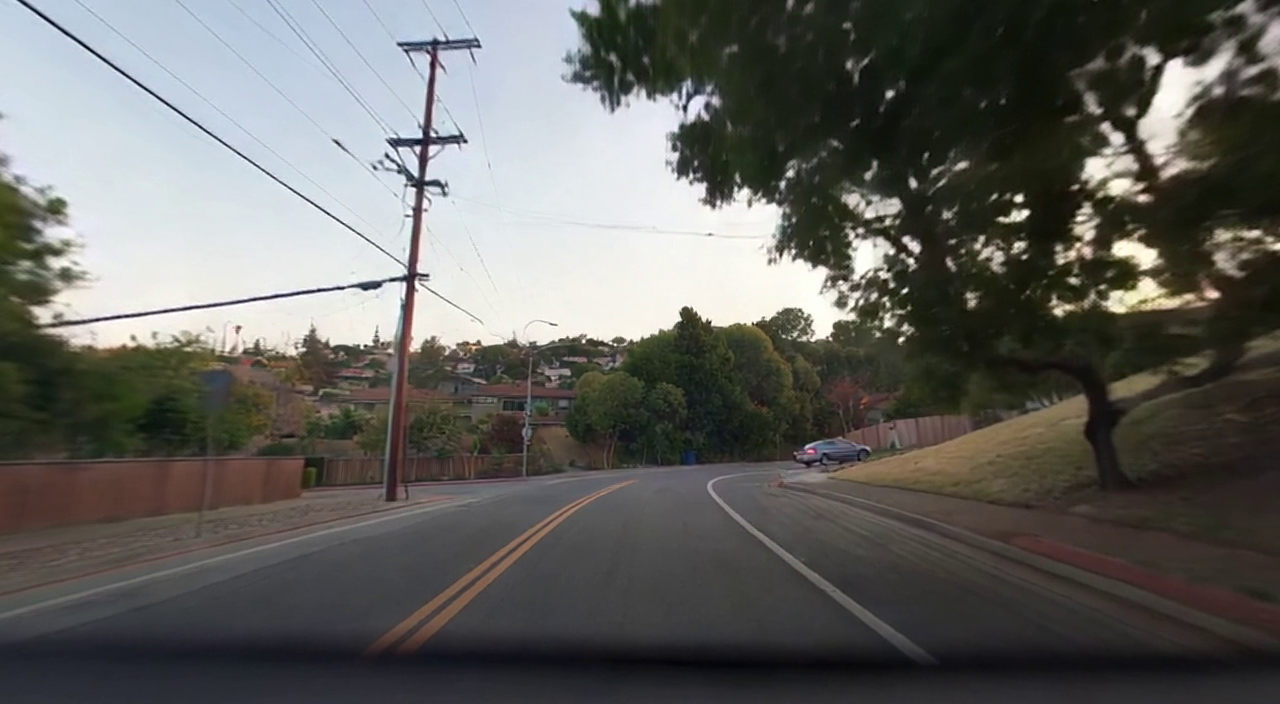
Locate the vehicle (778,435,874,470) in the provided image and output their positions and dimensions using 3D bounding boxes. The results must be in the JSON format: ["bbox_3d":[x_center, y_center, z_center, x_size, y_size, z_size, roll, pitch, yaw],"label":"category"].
[{"bbox_3d":[9.971,5.359,33.728,4.810,1.732,2.176,5,-10,-31],"label":"vehicle"}]
